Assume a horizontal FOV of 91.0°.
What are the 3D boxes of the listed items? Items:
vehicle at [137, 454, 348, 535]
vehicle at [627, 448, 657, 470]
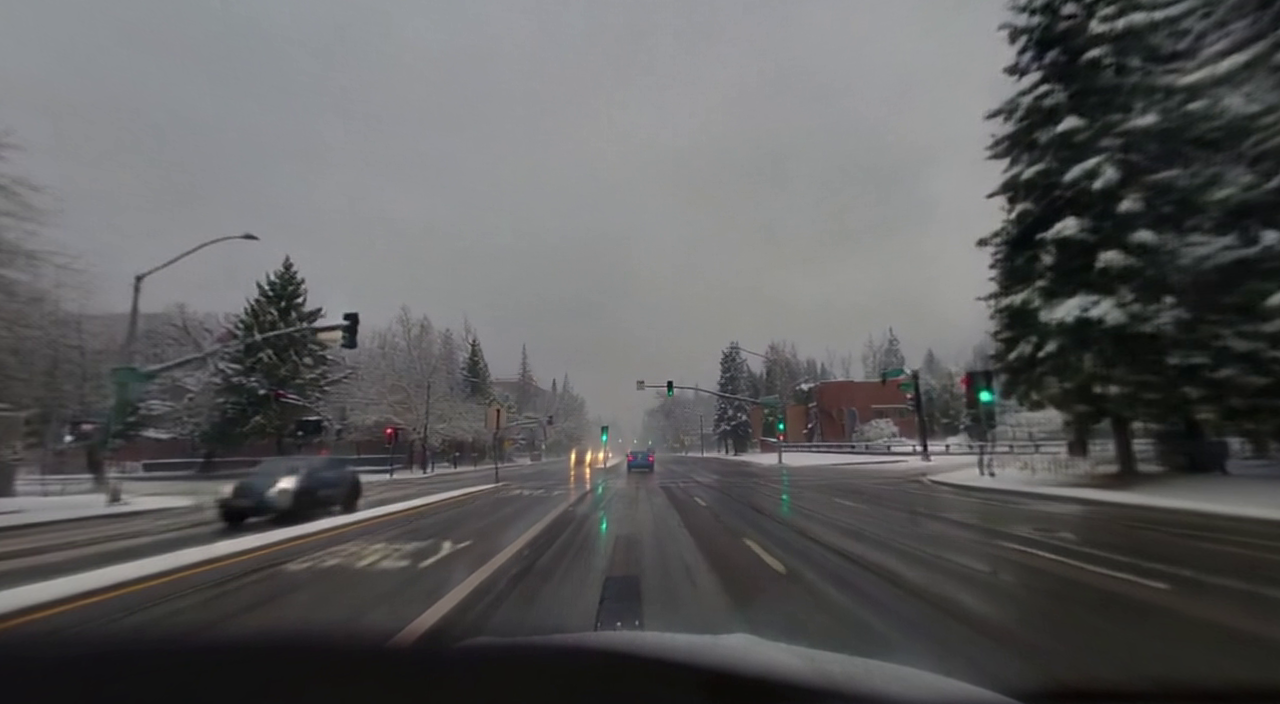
[{"bbox_3d":[-8.633,3.078,14.268,1.887,1.480,4.446,0,-9,0],"label":"vehicle"},{"bbox_3d":[0.117,7.654,45.231,2.064,1.477,3.968,0,-9,0],"label":"vehicle"}]
